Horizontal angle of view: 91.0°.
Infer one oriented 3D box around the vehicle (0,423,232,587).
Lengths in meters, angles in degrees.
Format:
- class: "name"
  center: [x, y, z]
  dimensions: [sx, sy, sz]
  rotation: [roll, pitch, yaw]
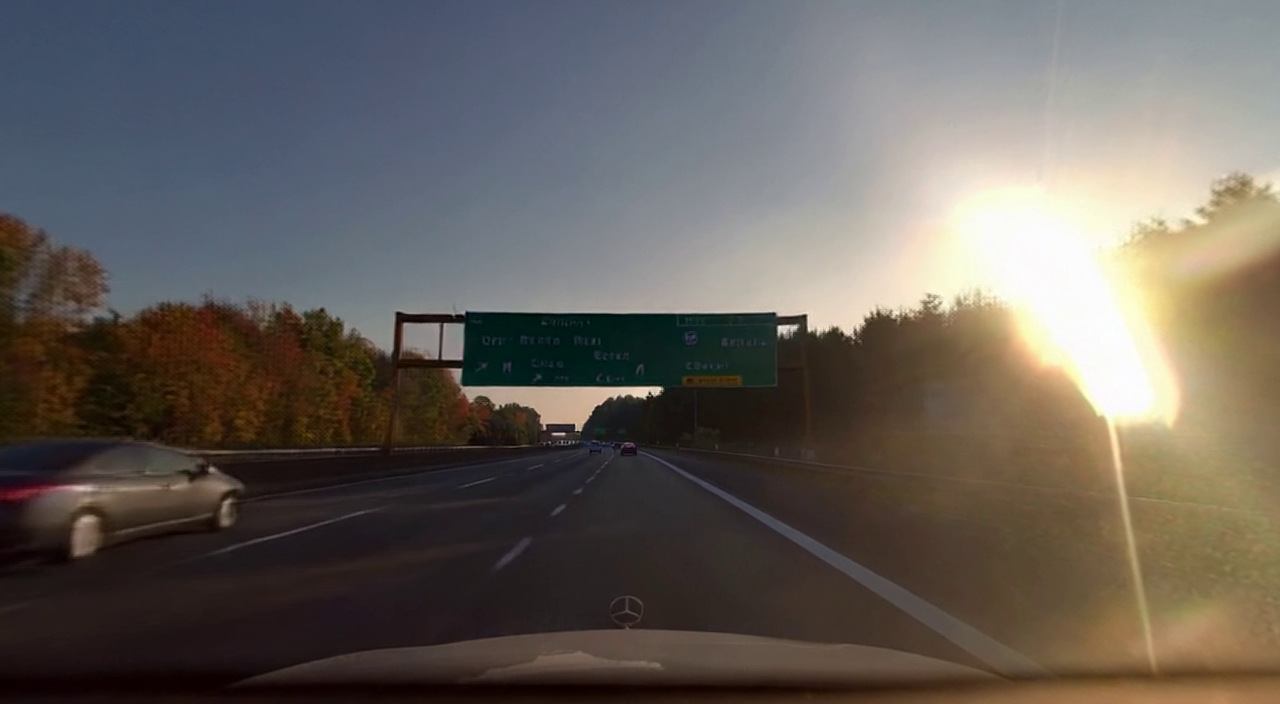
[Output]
- class: "vehicle"
  center: [-6.739, 1.508, 6.579]
  dimensions: [2.053, 1.452, 4.347]
  rotation: [0, -8, 0]
